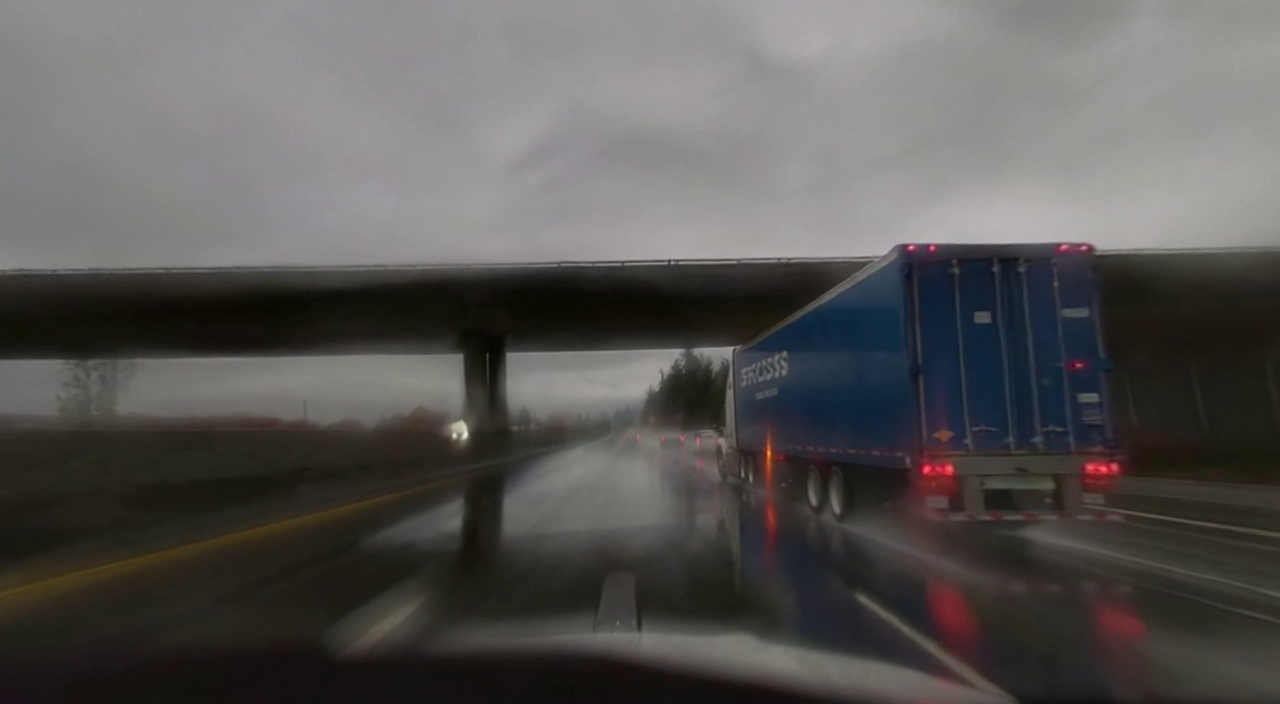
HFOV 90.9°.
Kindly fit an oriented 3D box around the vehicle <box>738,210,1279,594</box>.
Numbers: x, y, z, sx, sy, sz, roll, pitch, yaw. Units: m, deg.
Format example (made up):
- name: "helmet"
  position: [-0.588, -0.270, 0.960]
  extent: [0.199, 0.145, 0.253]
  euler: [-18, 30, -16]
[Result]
- name: "vehicle"
  position: [4.088, 1.100, 11.055]
  extent: [2.849, 3.391, 11.018]
  euler: [0, -8, -1]
